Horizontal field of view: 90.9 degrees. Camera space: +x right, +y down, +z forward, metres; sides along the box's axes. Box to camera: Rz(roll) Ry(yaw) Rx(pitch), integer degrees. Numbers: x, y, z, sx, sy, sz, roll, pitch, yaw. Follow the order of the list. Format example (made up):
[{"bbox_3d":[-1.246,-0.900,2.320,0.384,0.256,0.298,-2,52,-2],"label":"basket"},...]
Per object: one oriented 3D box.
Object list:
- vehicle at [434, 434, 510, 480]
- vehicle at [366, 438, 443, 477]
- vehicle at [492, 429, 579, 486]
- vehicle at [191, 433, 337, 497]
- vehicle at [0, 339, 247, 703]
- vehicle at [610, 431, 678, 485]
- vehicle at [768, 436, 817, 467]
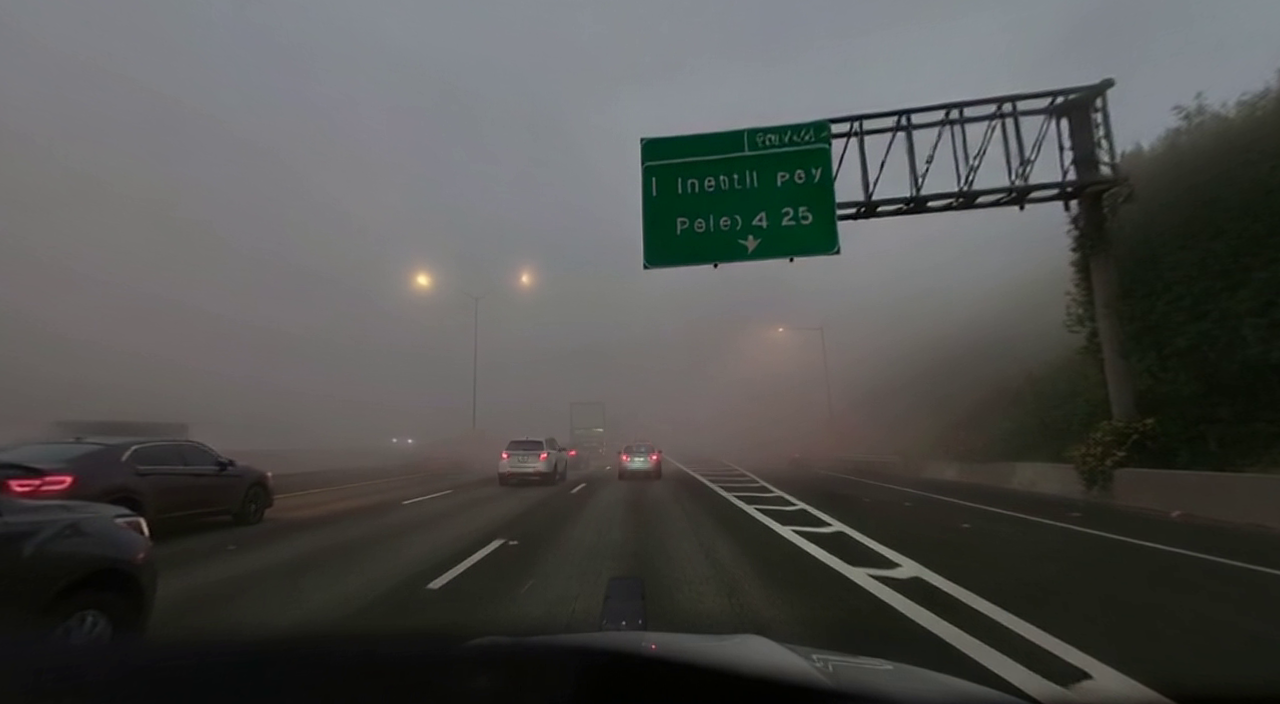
[{"bbox_3d":[-6.963,4.381,26.632,1.998,1.770,4.222,0,-8,1],"label":"vehicle"},{"bbox_3d":[-10.824,4.865,29.293,1.894,1.669,4.251,0,-8,0],"label":"vehicle"},{"bbox_3d":[-3.527,3.675,22.208,2.125,1.792,4.466,0,-8,2],"label":"vehicle"},{"bbox_3d":[-10.983,3.303,18.810,1.863,1.696,3.885,0,-8,1],"label":"vehicle"},{"bbox_3d":[-3.449,0.699,1.489,2.209,1.711,4.296,0,-8,1],"label":"vehicle"},{"bbox_3d":[0.149,3.705,22.330,2.180,1.716,3.920,0,-8,1],"label":"vehicle"},{"bbox_3d":[9.043,5.949,37.788,2.026,1.718,4.522,-1,-8,3],"label":"vehicle"}]
